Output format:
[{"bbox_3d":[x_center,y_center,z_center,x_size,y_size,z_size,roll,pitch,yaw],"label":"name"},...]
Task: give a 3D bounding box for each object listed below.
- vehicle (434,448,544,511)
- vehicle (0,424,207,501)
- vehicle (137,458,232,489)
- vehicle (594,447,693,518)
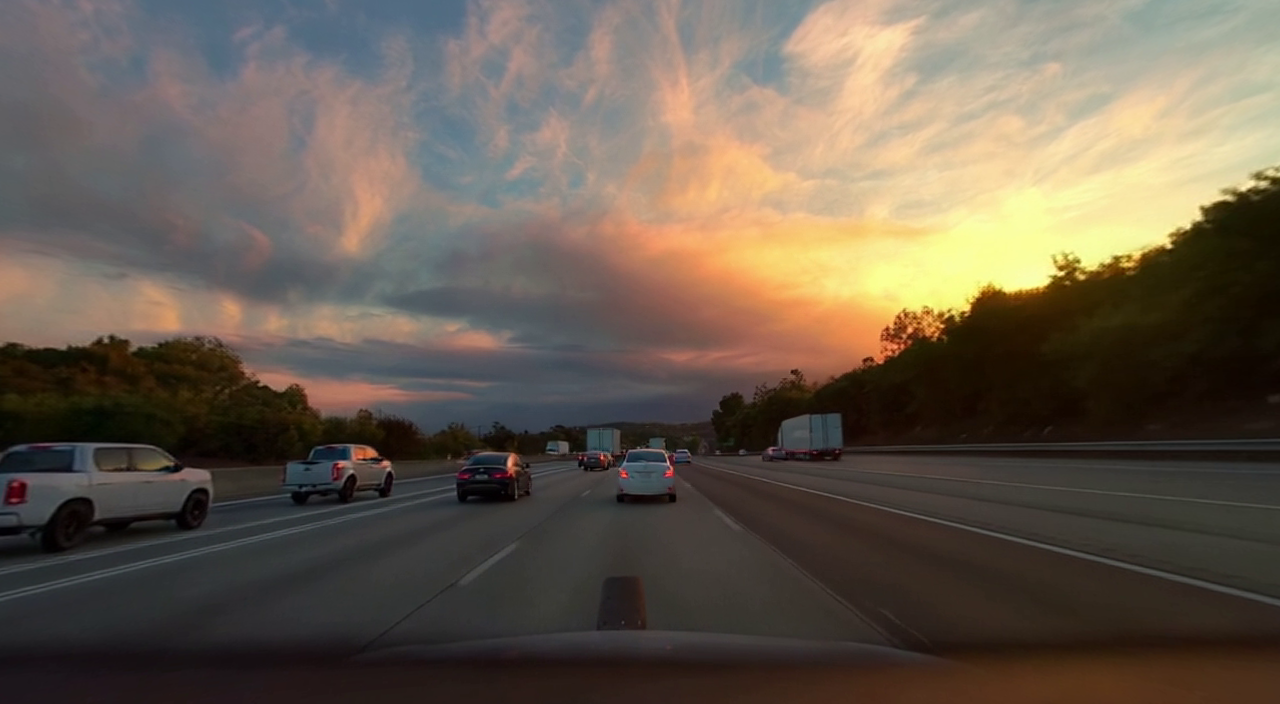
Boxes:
[{"bbox_3d":[-4.026,3.466,17.635,1.929,1.509,4.331,0,-9,1],"label":"vehicle"},{"bbox_3d":[-32.030,6.350,36.789,2.803,3.665,14.746,0,-9,1],"label":"vehicle"},{"bbox_3d":[-27.622,7.351,38.429,1.962,1.694,4.917,0,-9,2],"label":"vehicle"},{"bbox_3d":[0.093,3.023,15.089,2.057,1.449,3.931,0,-9,1],"label":"vehicle"}]
